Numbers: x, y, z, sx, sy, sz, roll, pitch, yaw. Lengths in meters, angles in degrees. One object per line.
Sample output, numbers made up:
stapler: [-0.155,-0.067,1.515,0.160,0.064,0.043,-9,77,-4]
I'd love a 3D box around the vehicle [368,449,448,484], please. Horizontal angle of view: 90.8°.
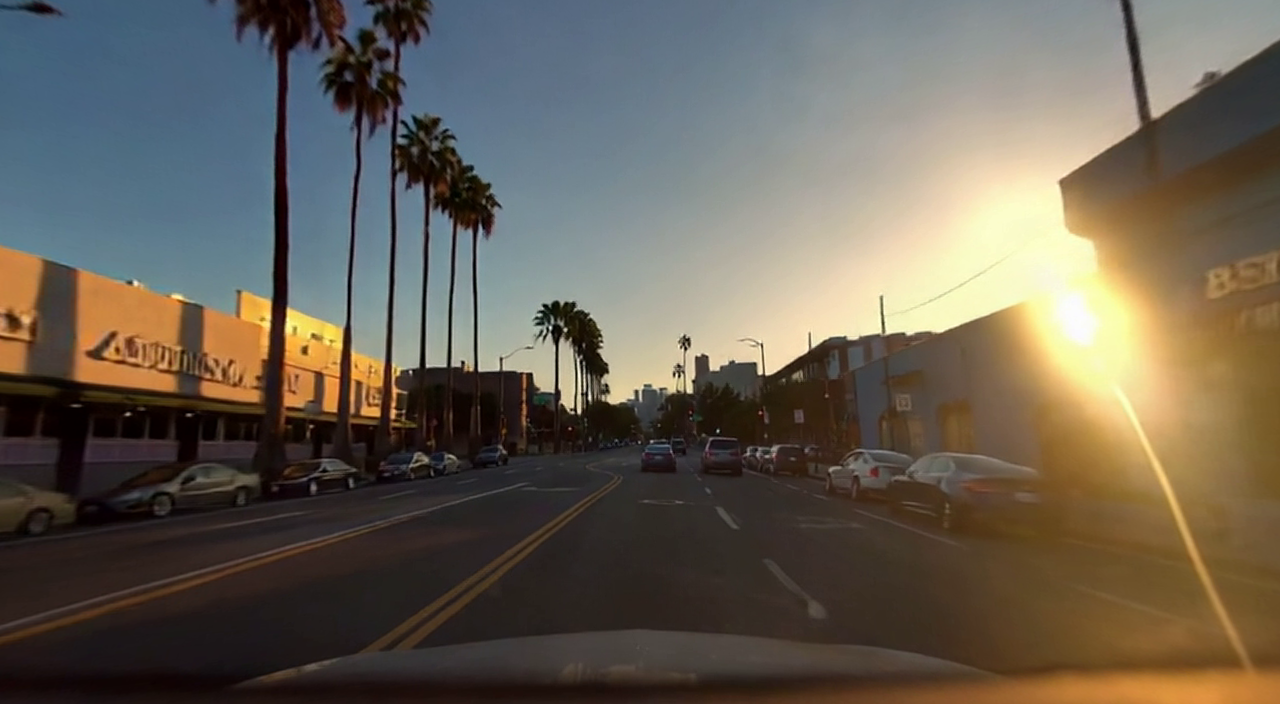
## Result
vehicle: [-11.465,5.779,31.564,2.188,1.490,4.511,-3,-12,2]

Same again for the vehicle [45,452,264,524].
vehicle: [-12.330,3.542,16.585,1.933,1.502,4.649,-3,-12,2]

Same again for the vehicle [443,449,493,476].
vehicle: [-11.024,7.183,40.847,1.978,1.501,4.355,-3,-11,1]

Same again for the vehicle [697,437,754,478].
vehicle: [3.756,4.701,28.496,2.003,1.702,4.288,0,-8,1]

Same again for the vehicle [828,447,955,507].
vehicle: [7.088,3.524,18.377,1.932,1.464,4.475,0,-8,1]

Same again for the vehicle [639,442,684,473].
vehicle: [1.066,5.192,31.338,2.088,1.452,3.993,0,-8,2]

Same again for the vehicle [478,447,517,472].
vehicle: [-10.853,8.260,48.343,1.949,1.682,4.094,-3,-11,2]

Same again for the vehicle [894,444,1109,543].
vehicle: [6.695,2.597,12.370,1.914,1.560,4.278,-1,-8,4]

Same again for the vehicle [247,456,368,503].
vehicle: [-12.017,4.600,23.256,1.949,1.470,4.532,0,-8,0]

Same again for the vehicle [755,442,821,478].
vehicle: [7.398,5.429,32.122,2.174,1.643,4.860,0,-8,0]
